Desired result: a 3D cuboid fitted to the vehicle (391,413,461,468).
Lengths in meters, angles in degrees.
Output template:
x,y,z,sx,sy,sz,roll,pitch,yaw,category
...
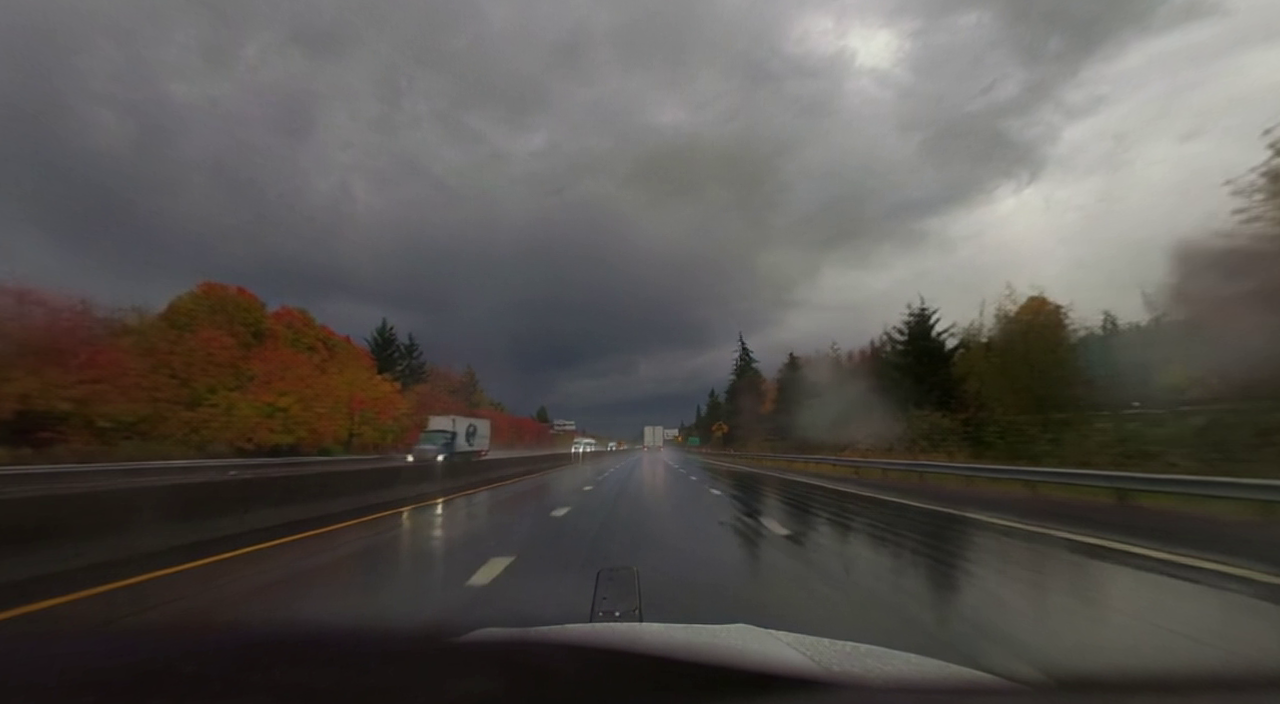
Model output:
x,y,z,sx,sy,sz,roll,pitch,yaw,category
-16.061,6.742,47.562,2.997,3.843,5.945,-1,-9,1,vehicle
